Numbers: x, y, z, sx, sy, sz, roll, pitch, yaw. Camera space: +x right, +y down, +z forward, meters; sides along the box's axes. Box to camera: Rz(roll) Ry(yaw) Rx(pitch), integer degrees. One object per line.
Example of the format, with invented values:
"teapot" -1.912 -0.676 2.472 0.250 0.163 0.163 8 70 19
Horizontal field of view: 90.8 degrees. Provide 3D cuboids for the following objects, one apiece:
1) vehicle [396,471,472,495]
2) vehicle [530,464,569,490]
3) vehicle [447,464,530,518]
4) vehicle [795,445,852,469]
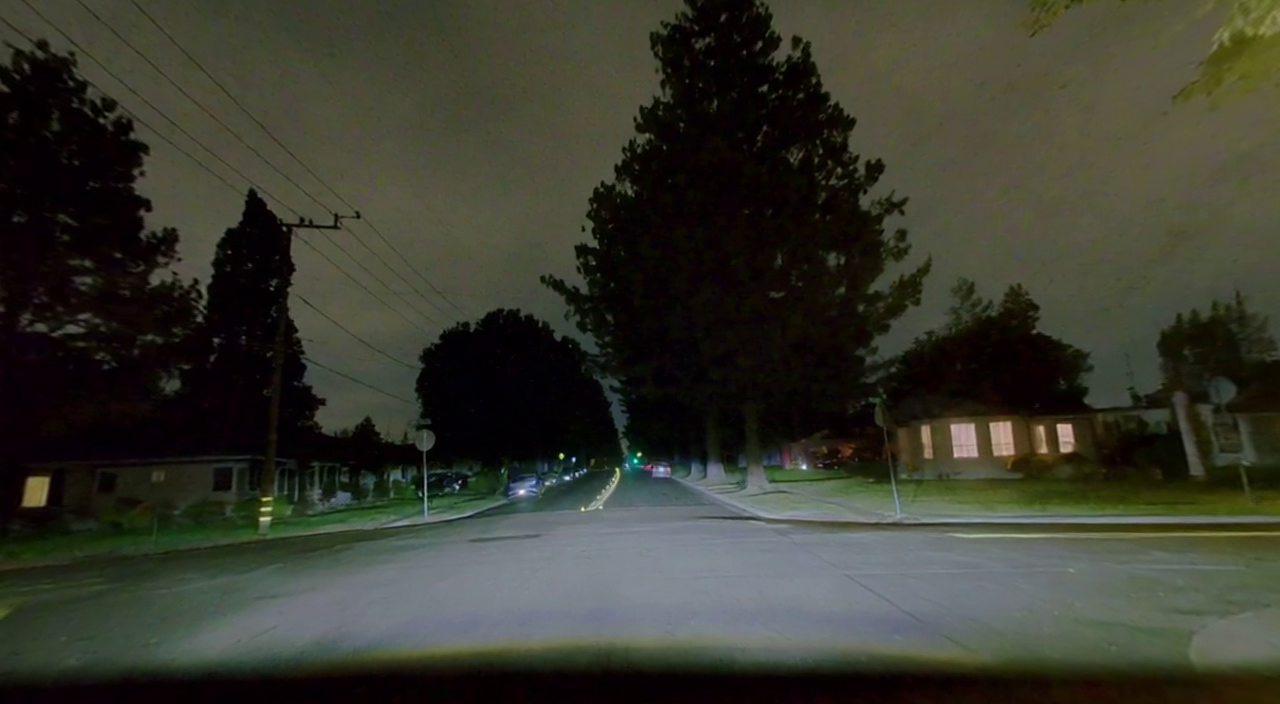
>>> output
"vehicle" -14.218 9.027 43.605 4.601 1.486 1.876 -2 -9 12
"vehicle" -6.596 9.136 46.373 2.133 1.525 4.401 -4 -9 0
"vehicle" -6.211 5.720 26.491 2.149 1.823 4.613 -6 -10 1
"vehicle" 12.429 7.157 42.915 3.563 1.551 1.916 -2 -9 13
